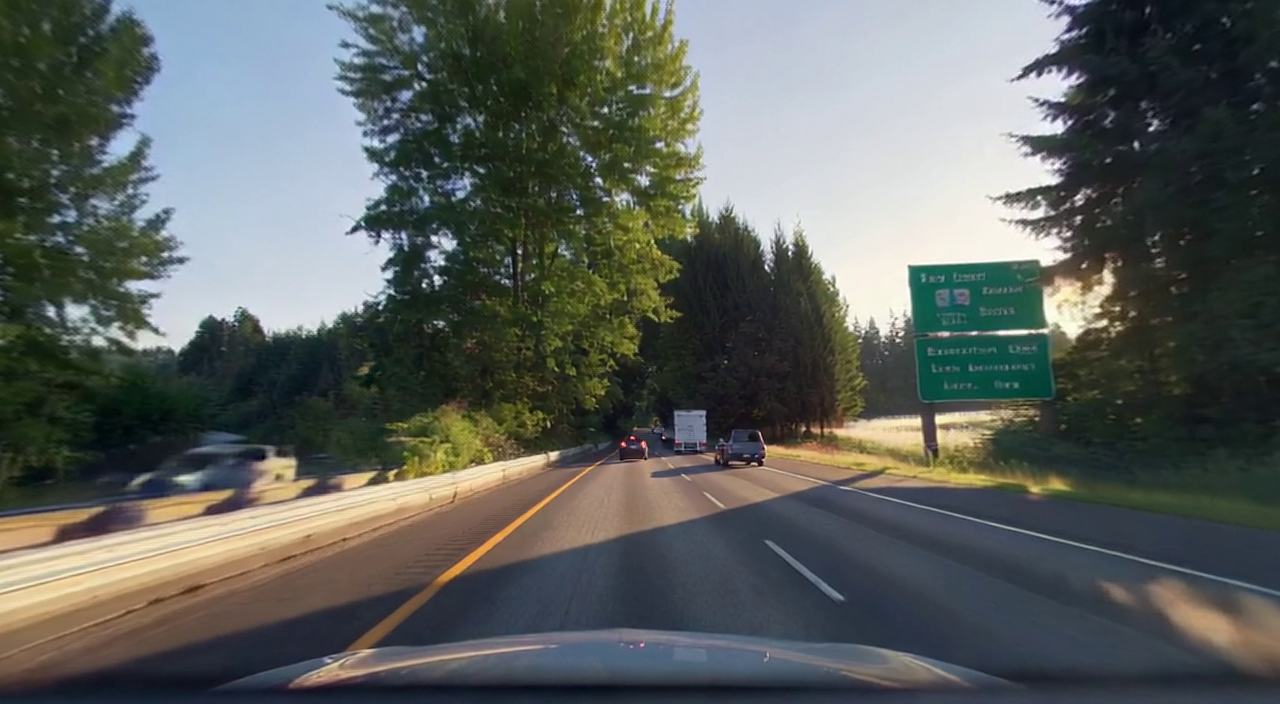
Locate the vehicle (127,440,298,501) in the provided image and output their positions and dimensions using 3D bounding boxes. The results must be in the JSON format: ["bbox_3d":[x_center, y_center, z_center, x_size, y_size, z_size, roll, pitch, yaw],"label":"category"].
[{"bbox_3d":[-13.559,3.731,20.487,2.227,1.701,4.779,0,-8,-1],"label":"vehicle"}]

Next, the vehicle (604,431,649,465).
[{"bbox_3d":[-0.704,5.046,33.504,2.206,1.681,4.111,0,-8,-1],"label":"vehicle"}]

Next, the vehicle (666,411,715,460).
[{"bbox_3d":[3.324,5.736,43.359,2.728,3.053,7.708,0,-8,0],"label":"vehicle"}]

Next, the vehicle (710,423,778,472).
[{"bbox_3d":[4.318,4.022,26.897,2.073,1.905,4.023,0,-8,-2],"label":"vehicle"}]
